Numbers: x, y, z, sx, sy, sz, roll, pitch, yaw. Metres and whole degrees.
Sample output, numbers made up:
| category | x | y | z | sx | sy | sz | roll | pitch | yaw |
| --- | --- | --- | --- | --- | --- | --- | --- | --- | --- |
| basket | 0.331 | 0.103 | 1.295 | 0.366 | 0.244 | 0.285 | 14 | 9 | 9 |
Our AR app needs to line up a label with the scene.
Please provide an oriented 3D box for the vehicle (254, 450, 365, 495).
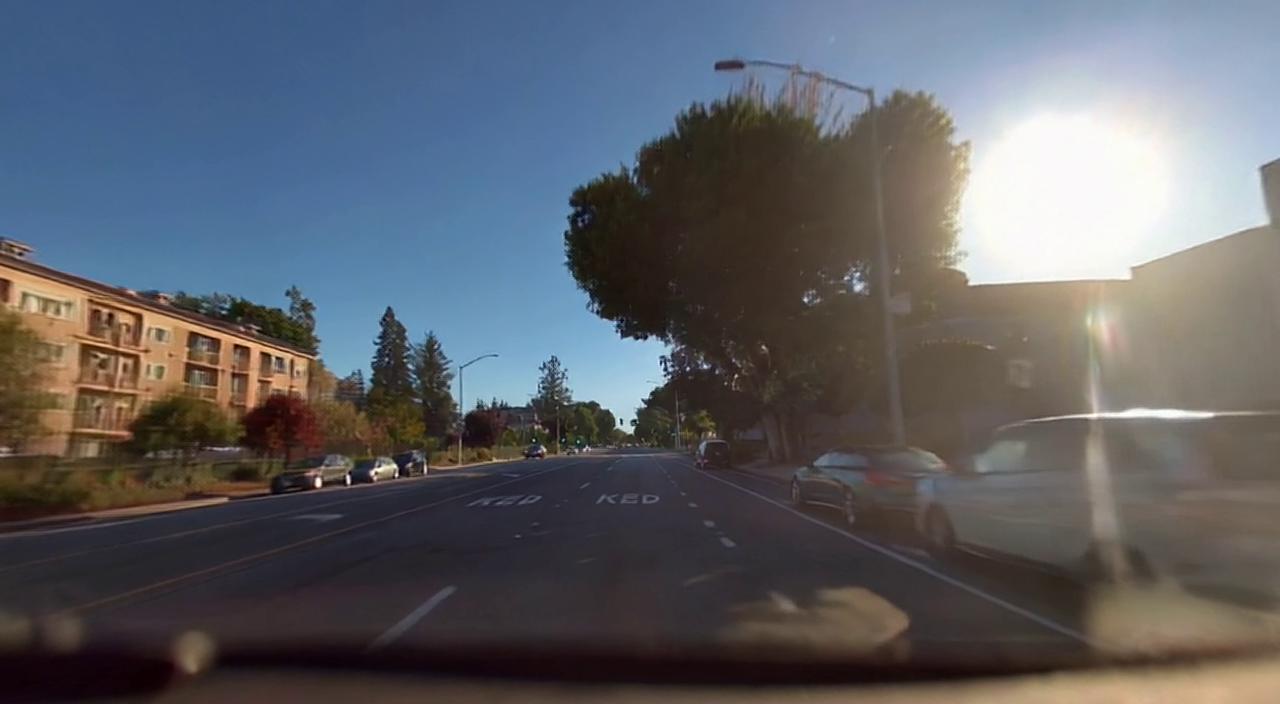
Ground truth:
| category | x | y | z | sx | sy | sz | roll | pitch | yaw |
| --- | --- | --- | --- | --- | --- | --- | --- | --- | --- |
| vehicle | -14.064 | 5.121 | 27.298 | 2.163 | 1.641 | 4.875 | 0 | -8 | 0 |

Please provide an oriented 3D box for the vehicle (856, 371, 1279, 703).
| category | x | y | z | sx | sy | sz | roll | pitch | yaw |
| --- | --- | --- | --- | --- | --- | --- | --- | --- | --- |
| vehicle | 4.004 | 1.316 | 5.688 | 2.338 | 1.771 | 4.680 | 0 | -8 | -1 |

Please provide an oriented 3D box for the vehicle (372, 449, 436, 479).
| category | x | y | z | sx | sy | sz | roll | pitch | yaw |
| --- | --- | --- | --- | --- | --- | --- | --- | --- | --- |
| vehicle | -14.048 | 6.684 | 37.964 | 1.983 | 1.608 | 4.699 | 0 | -8 | 1 |

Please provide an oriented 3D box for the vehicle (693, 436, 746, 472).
| category | x | y | z | sx | sy | sz | roll | pitch | yaw |
| --- | --- | --- | --- | --- | --- | --- | --- | --- | --- |
| vehicle | 4.115 | 5.376 | 33.517 | 2.220 | 1.752 | 4.782 | 0 | -8 | 0 |
